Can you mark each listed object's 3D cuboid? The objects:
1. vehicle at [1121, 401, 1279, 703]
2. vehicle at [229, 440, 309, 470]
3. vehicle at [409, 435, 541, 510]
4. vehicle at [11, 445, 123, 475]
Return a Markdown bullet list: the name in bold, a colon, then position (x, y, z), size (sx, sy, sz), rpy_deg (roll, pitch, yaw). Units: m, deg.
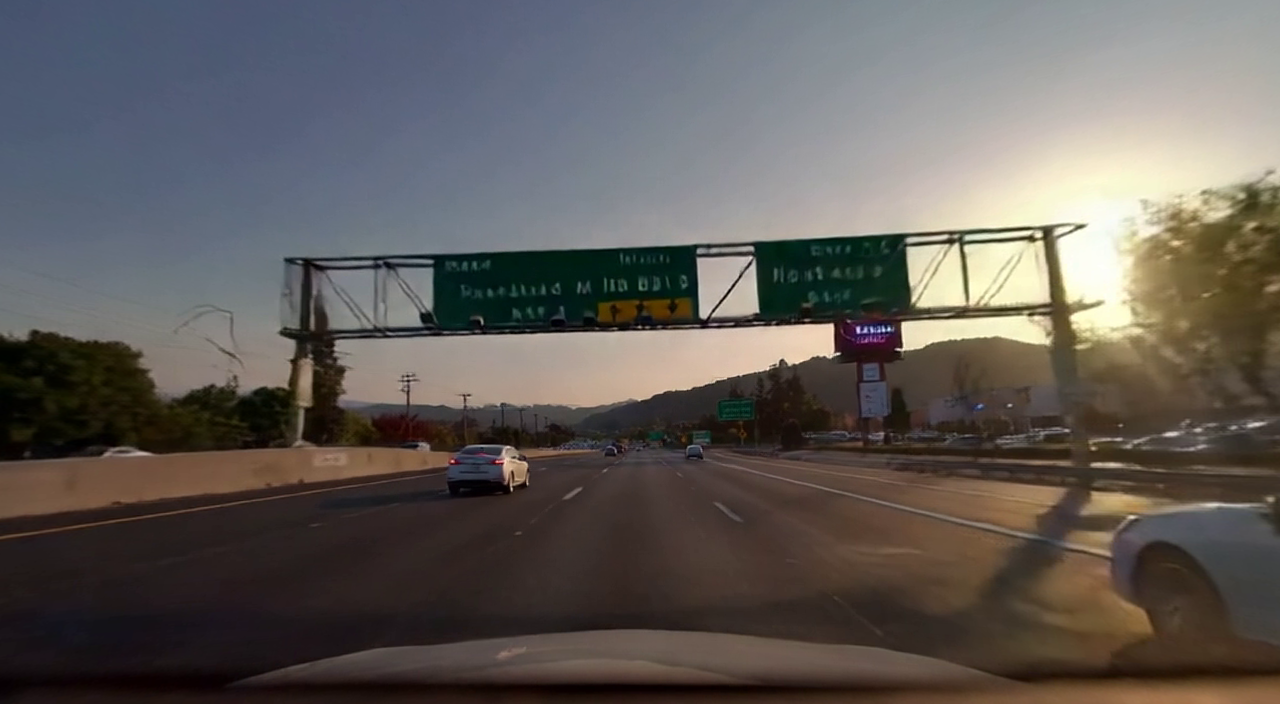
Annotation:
- **vehicle**: position (3.973, 0.745, 1.237), size (2.164, 1.507, 4.914), rpy_deg (0, -8, 0)
- **vehicle**: position (-18.916, 5.242, 32.382), size (1.782, 1.443, 3.767), rpy_deg (0, -8, 0)
- **vehicle**: position (-3.687, 2.759, 14.961), size (1.939, 1.508, 4.272), rpy_deg (0, -8, 1)
- **vehicle**: position (-30.414, 5.708, 33.728), size (1.835, 1.455, 4.387), rpy_deg (0, -8, 1)
